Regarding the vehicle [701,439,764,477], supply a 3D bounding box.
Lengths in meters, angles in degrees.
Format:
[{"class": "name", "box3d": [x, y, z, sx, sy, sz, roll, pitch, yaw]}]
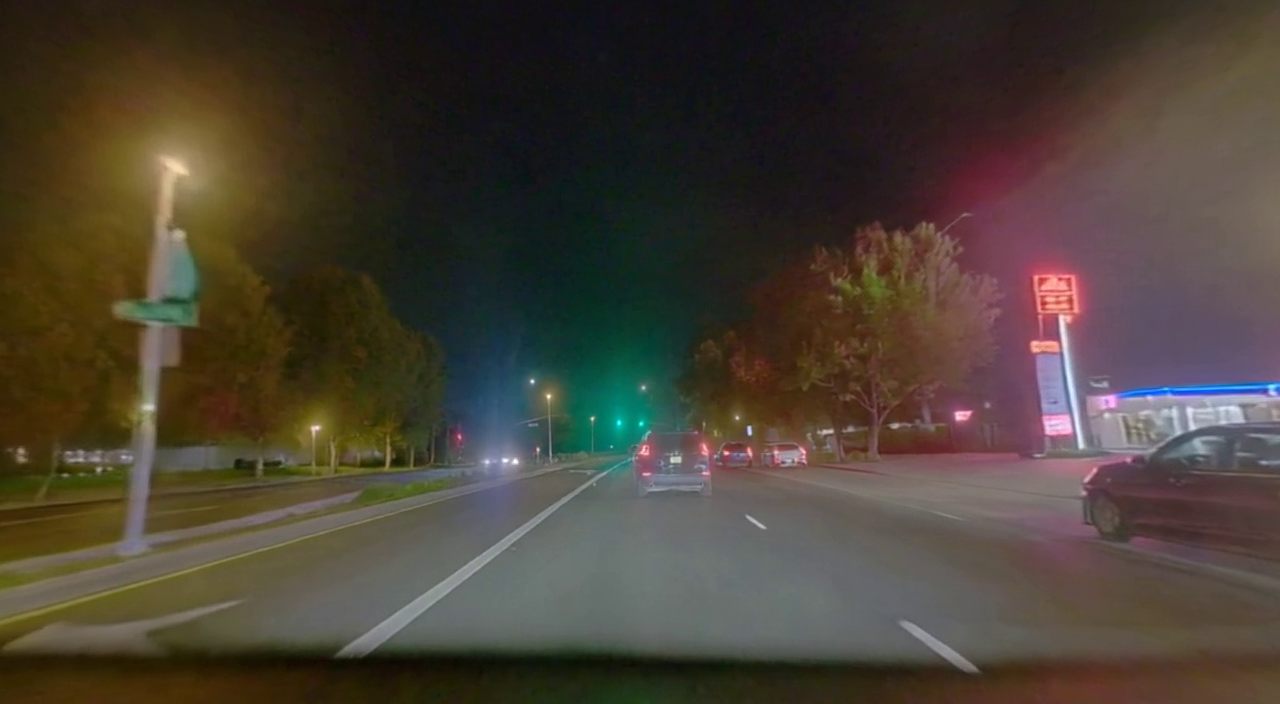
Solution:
[{"class": "vehicle", "box3d": [3.841, 4.489, 26.933, 1.940, 1.474, 4.234, 0, -8, -2]}]

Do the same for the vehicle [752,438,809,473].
[{"class": "vehicle", "box3d": [6.921, 5.117, 31.491, 1.793, 1.585, 4.130, 0, -8, -1]}]

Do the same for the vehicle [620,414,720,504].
[{"class": "vehicle", "box3d": [0.576, 2.686, 16.240, 2.038, 1.917, 4.900, 0, -8, -3]}]

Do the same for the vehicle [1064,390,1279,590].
[{"class": "vehicle", "box3d": [6.706, 1.285, 6.002, 2.025, 1.765, 4.729, 0, -8, 0]}]
